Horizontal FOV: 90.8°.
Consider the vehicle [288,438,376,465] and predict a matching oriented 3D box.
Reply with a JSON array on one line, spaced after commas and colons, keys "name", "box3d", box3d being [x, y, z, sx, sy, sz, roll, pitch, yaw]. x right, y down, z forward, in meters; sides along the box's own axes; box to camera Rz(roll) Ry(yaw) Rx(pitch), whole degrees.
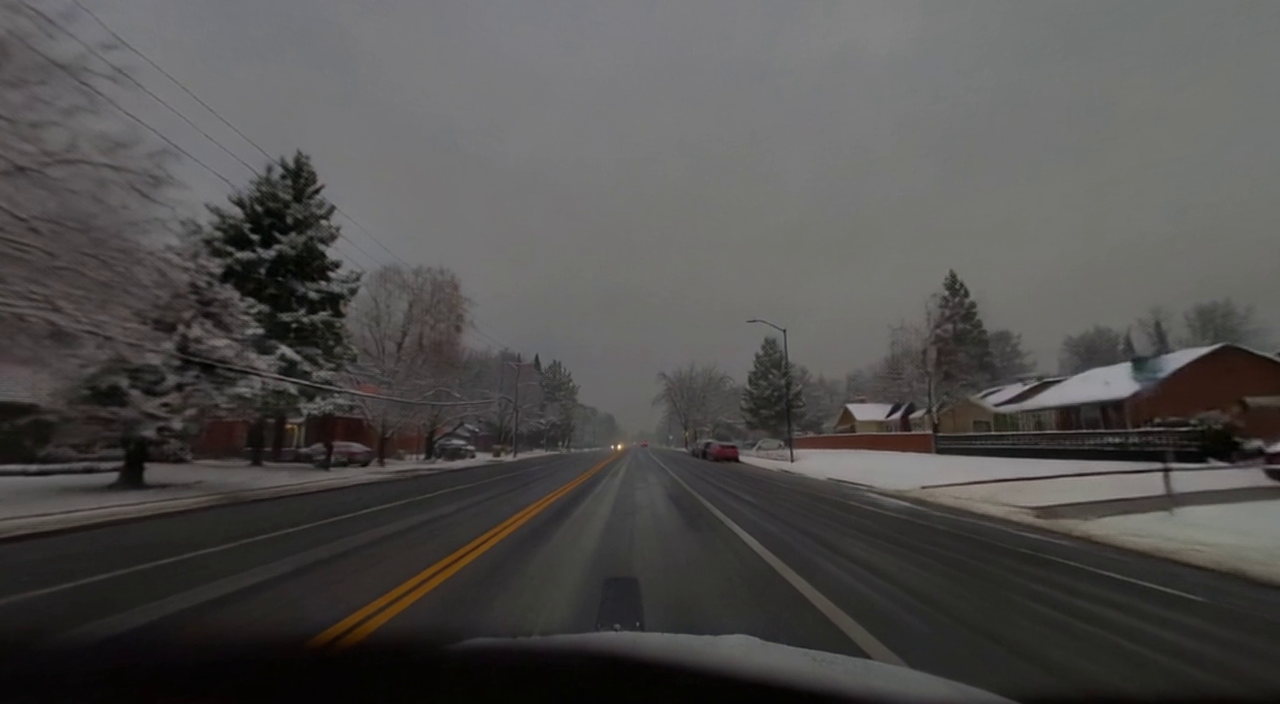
[{"name": "vehicle", "box3d": [-19.639, 6.367, 40.402, 4.497, 1.674, 2.168, -1, -8, 3]}]

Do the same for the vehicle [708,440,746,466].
[{"name": "vehicle", "box3d": [6.490, 7.585, 47.686, 2.099, 1.878, 4.476, 0, -8, -1]}]
